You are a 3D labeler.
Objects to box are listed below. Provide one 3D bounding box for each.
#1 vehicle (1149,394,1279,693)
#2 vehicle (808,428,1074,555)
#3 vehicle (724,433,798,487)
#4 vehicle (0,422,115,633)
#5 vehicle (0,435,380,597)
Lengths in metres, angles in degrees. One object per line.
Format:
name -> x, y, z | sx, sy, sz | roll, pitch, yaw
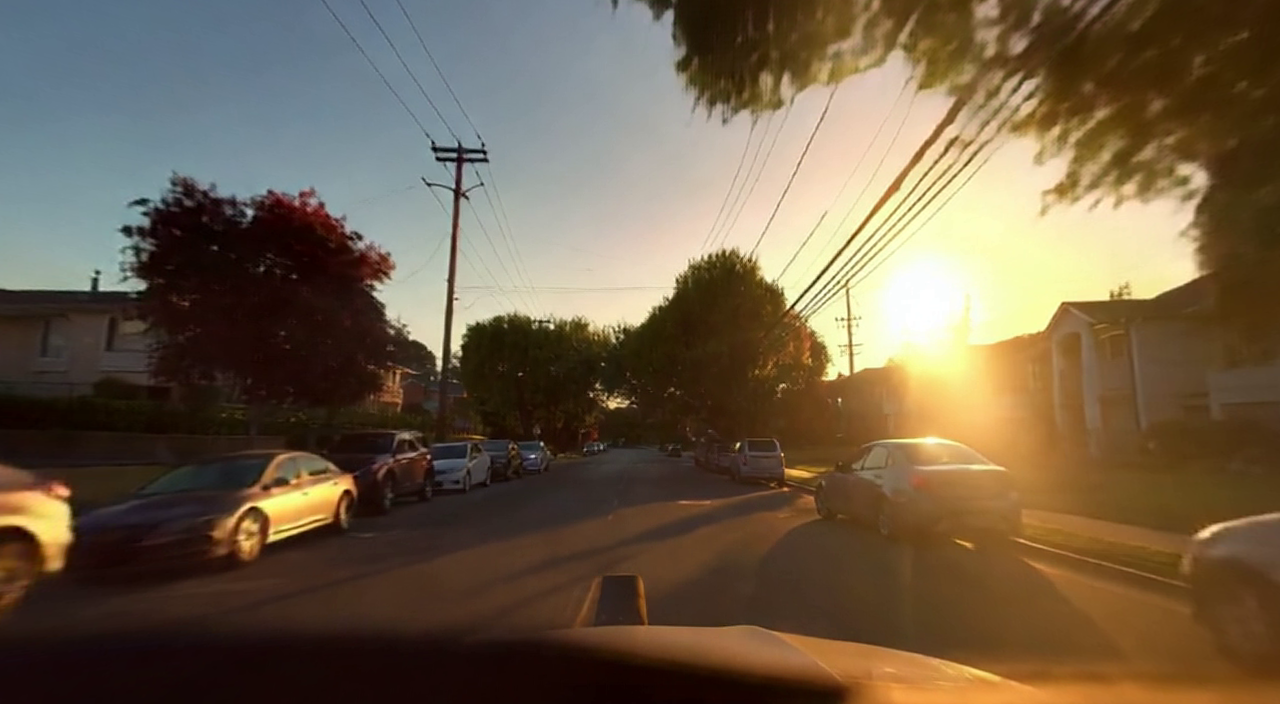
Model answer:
vehicle -> 4.576, 0.892, 2.228 | 1.951, 1.700, 4.485 | -1, -9, 3
vehicle -> 4.435, 2.112, 10.402 | 1.910, 1.567, 4.856 | 0, -9, -1
vehicle -> 4.246, 3.857, 22.852 | 1.936, 1.756, 4.127 | 0, -9, 1
vehicle -> -5.359, 1.099, 3.087 | 1.853, 1.447, 4.462 | -3, -7, -1
vehicle -> -5.373, 1.891, 8.521 | 1.979, 1.435, 4.785 | -2, -7, -3
